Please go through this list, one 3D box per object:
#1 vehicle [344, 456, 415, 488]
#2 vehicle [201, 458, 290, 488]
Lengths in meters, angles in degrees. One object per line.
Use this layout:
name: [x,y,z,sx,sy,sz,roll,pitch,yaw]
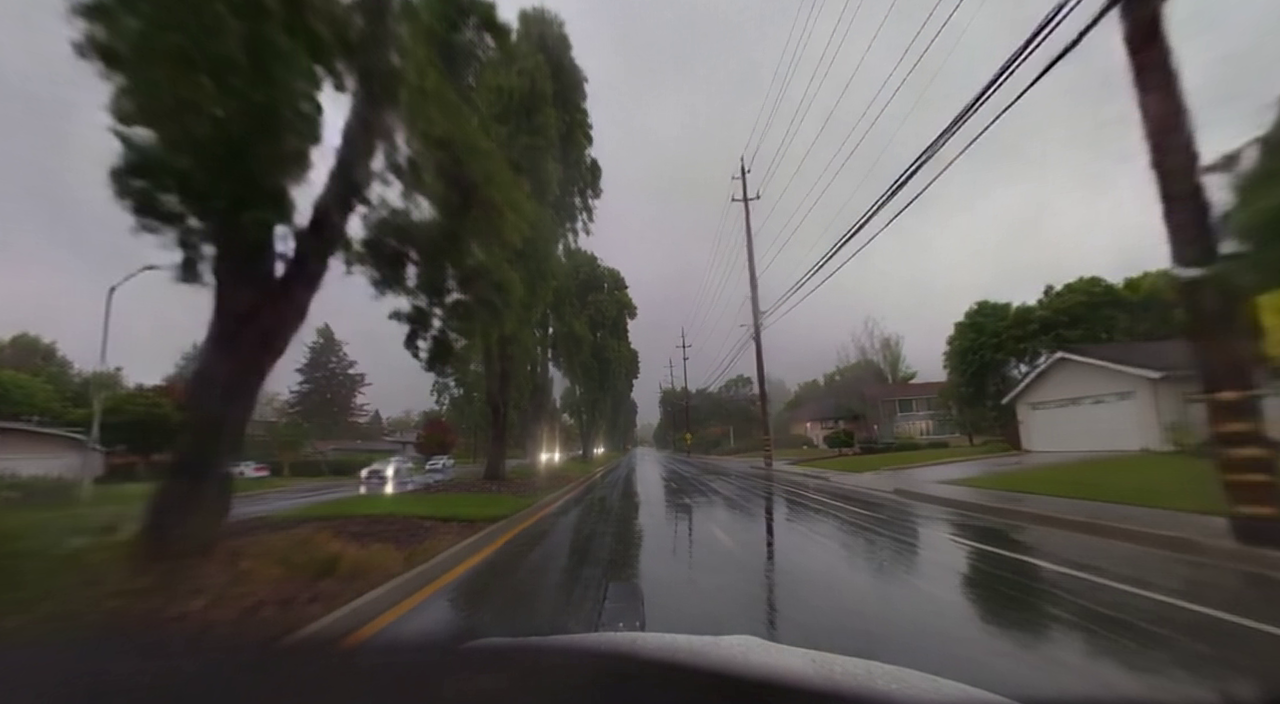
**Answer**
vehicle: [-13.489,6.215,33.030,1.897,1.451,4.298,-2,-9,0]
vehicle: [-27.656,8.472,44.403,4.922,1.669,2.034,-4,-9,-4]
